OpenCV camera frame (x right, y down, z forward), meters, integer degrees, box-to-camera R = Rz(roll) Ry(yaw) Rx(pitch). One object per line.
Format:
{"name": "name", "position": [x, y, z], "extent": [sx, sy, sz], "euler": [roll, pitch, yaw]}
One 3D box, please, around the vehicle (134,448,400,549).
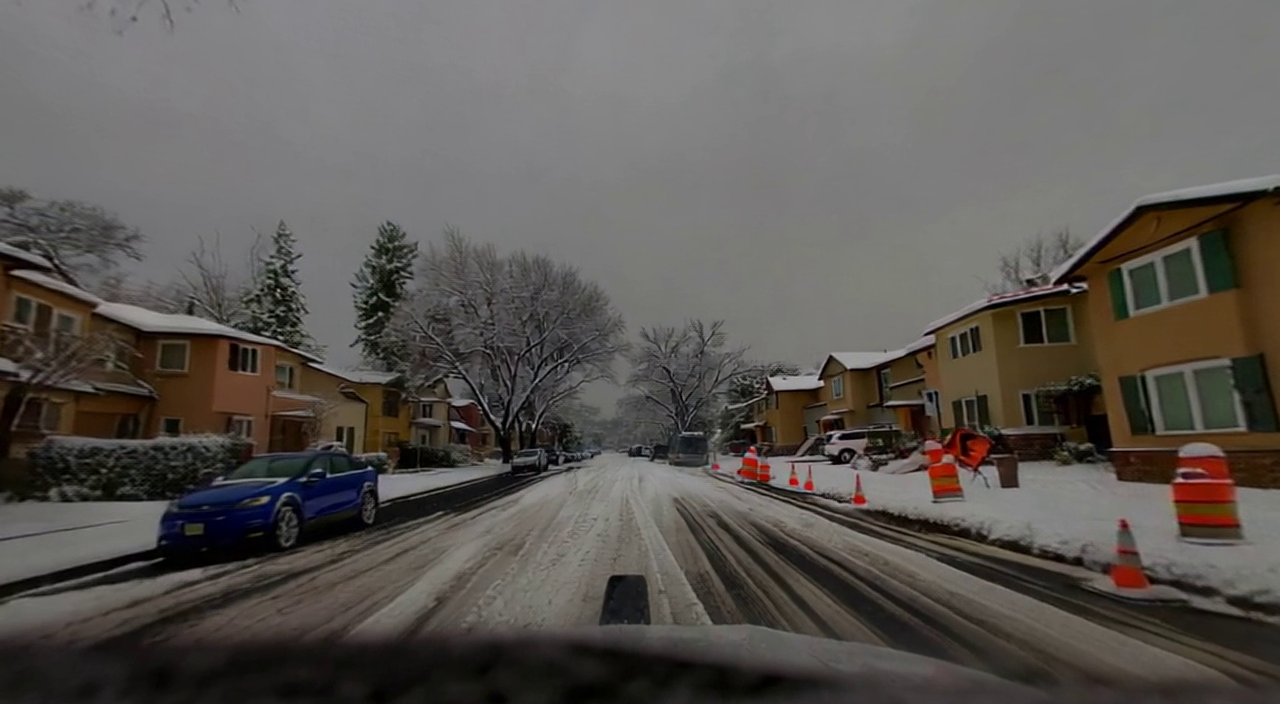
{"name": "vehicle", "position": [-6.506, 2.562, 11.809], "extent": [2.137, 1.481, 4.503], "euler": [0, -9, 2]}

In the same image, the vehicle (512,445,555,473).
{"name": "vehicle", "position": [-6.546, 6.598, 39.104], "extent": [1.957, 1.608, 4.476], "euler": [0, -9, -1]}

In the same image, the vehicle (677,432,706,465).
{"name": "vehicle", "position": [4.049, 7.633, 49.992], "extent": [2.082, 2.534, 3.248], "euler": [-1, -8, 3]}
